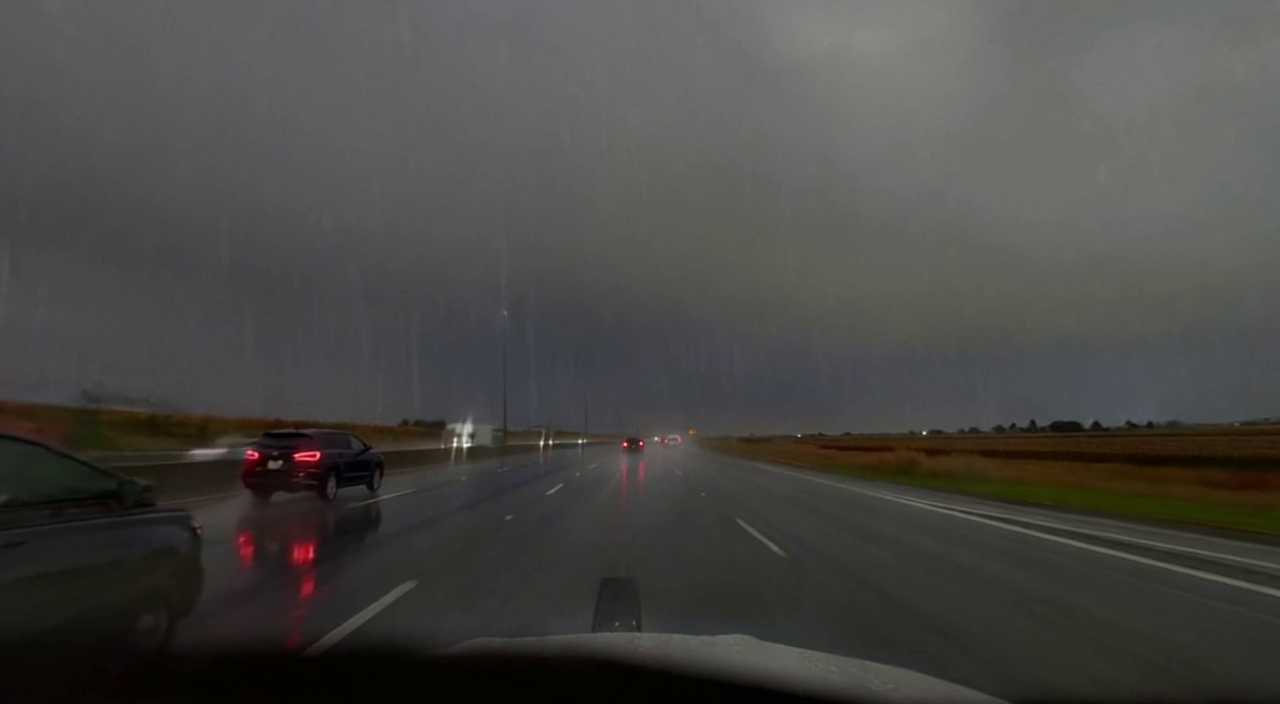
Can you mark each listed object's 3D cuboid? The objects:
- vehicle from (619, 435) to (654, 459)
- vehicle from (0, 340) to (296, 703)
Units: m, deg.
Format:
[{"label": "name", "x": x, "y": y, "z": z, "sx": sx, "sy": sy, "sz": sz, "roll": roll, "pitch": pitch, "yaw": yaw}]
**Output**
[{"label": "vehicle", "x": -0.223, "y": 6.126, "z": 40.751, "sx": 2.140, "sy": 1.475, "sz": 3.969, "roll": 0, "pitch": -8, "yaw": -1}, {"label": "vehicle", "x": -3.808, "y": 0.819, "z": 2.799, "sx": 2.070, "sy": 1.703, "sz": 4.452, "roll": 0, "pitch": -8, "yaw": -1}]
